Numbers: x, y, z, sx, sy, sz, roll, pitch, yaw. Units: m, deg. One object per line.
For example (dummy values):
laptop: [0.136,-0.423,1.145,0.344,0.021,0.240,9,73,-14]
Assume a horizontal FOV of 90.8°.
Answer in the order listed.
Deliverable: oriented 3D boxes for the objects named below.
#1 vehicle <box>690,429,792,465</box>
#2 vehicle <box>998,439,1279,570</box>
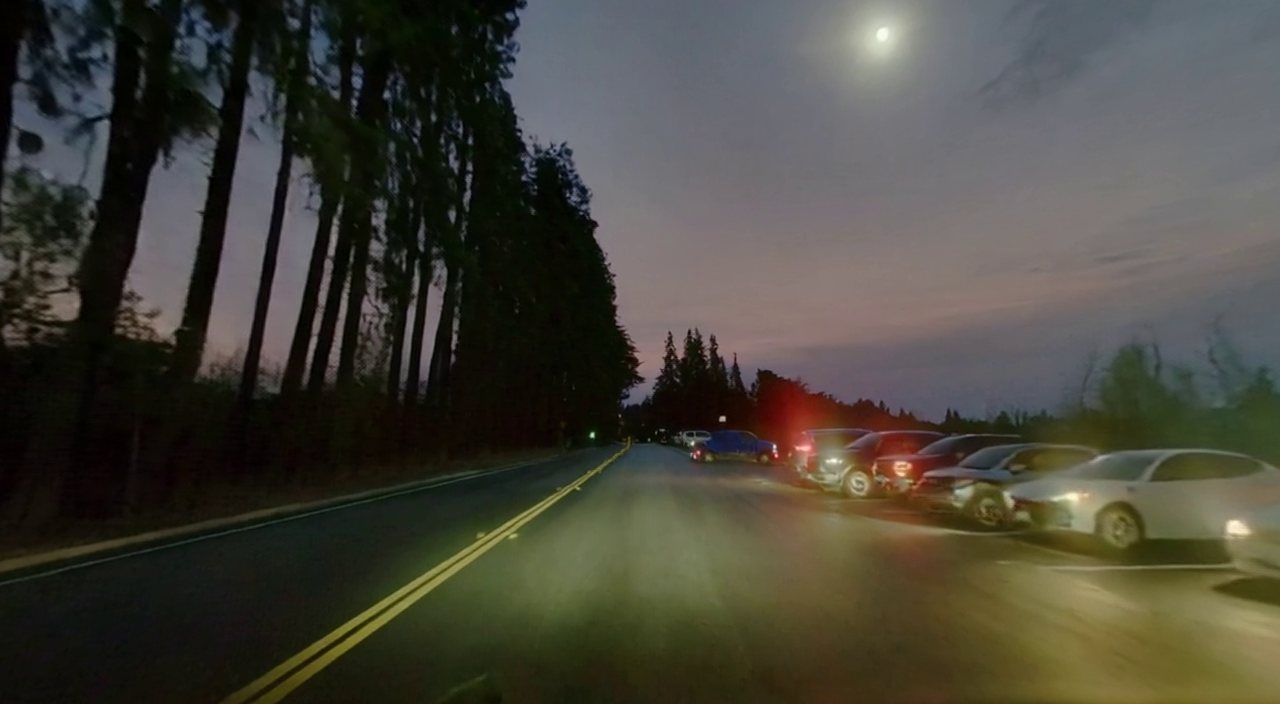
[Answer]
vehicle: [6.098,5.850,38.874,5.797,2.070,2.502,0,-8,-1]
vehicle: [7.271,1.896,8.300,3.930,1.475,1.933,0,-8,-1]
